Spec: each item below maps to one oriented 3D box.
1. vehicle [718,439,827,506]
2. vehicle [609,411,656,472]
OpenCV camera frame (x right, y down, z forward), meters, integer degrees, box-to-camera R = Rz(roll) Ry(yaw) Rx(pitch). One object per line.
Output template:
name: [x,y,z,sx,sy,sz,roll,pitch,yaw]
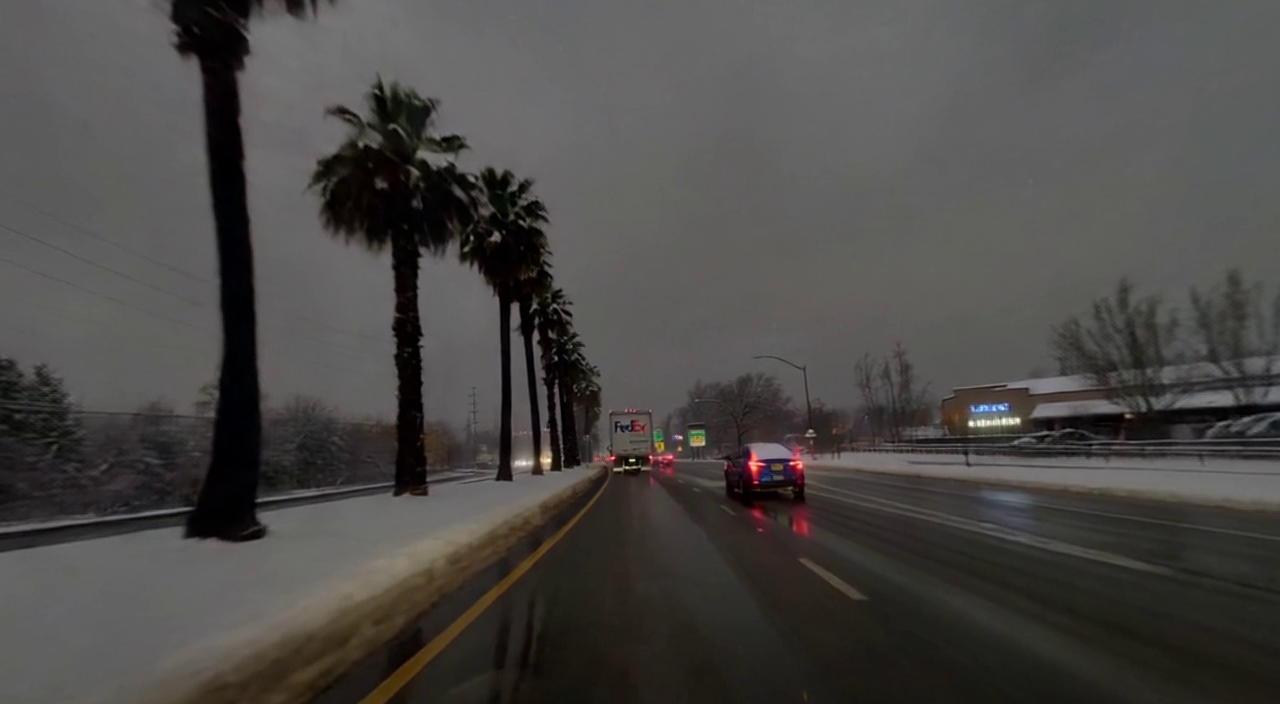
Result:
vehicle: [3.414,3.198,17.128,1.966,1.558,4.238,0,-9,-1]
vehicle: [-0.677,7.059,49.256,3.243,4.134,11.656,0,-9,-2]
